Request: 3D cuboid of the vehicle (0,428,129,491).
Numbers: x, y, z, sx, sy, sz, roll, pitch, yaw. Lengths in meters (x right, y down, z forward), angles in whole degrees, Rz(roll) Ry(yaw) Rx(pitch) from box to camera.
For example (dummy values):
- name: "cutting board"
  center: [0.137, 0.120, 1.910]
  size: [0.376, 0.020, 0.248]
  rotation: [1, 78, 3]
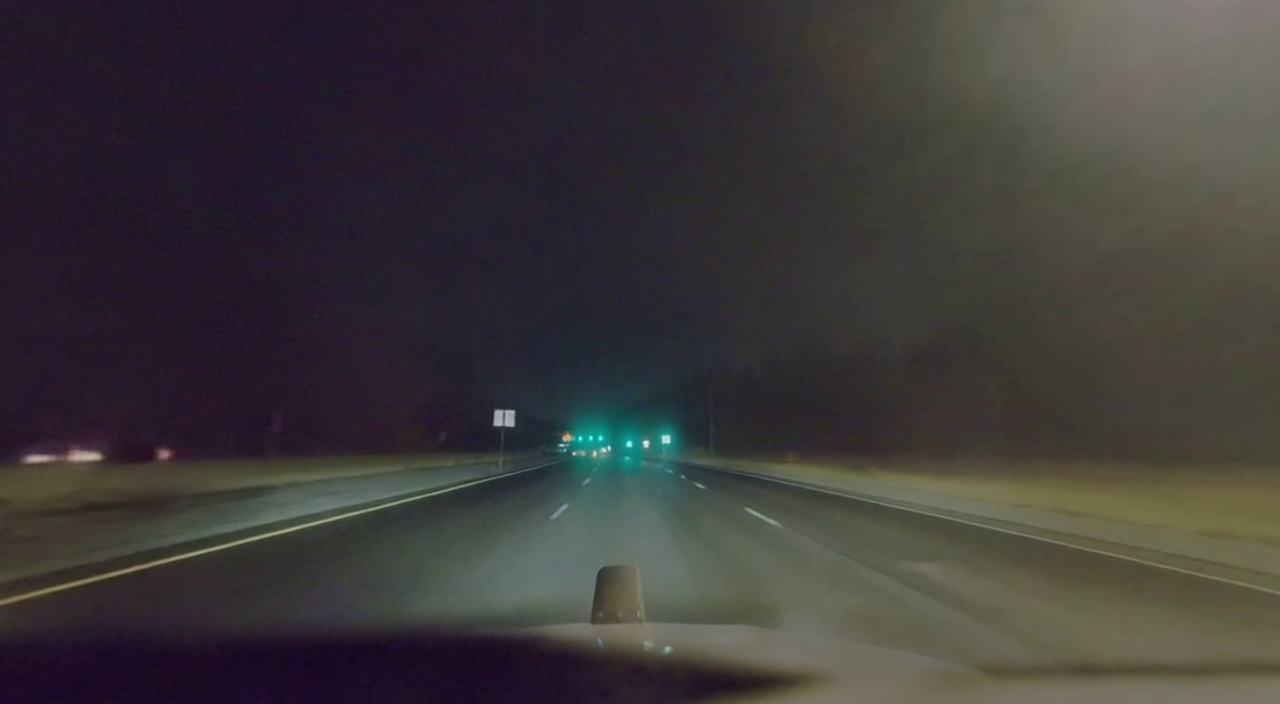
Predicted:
- name: "vehicle"
  center: [-17.198, 3.026, 17.744]
  size: [1.891, 1.576, 4.205]
  rotation: [0, -9, -1]
